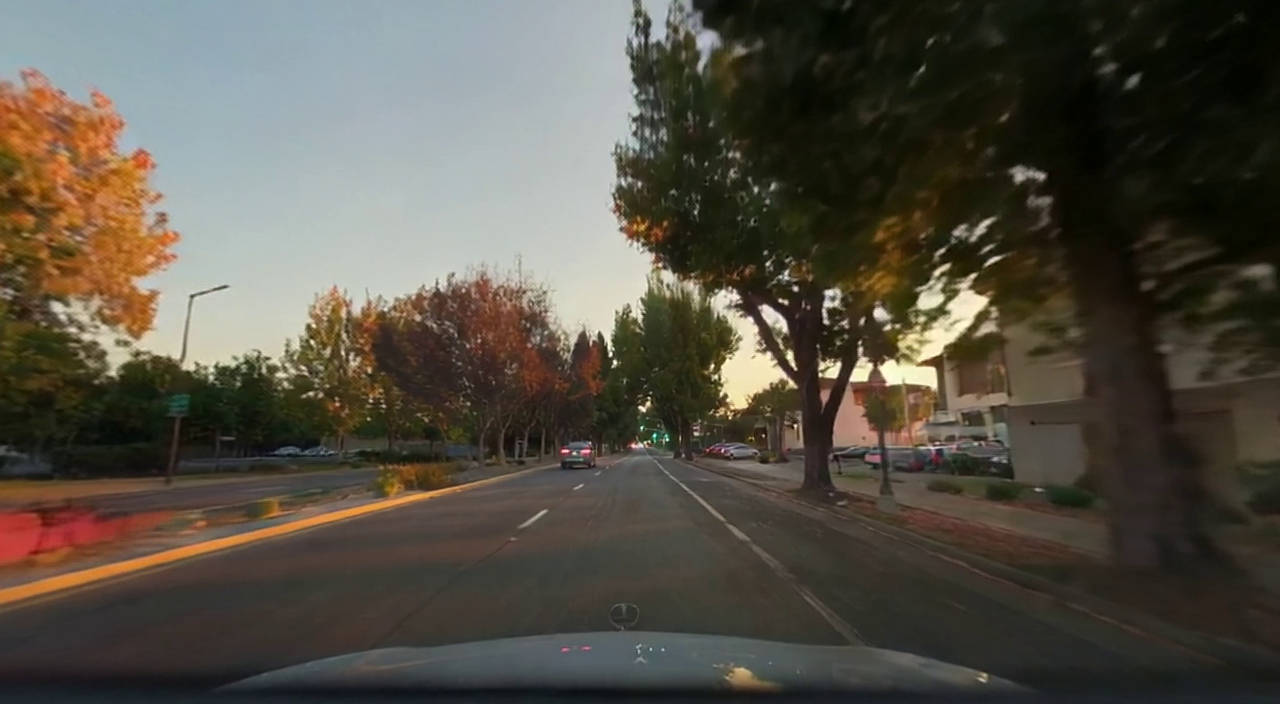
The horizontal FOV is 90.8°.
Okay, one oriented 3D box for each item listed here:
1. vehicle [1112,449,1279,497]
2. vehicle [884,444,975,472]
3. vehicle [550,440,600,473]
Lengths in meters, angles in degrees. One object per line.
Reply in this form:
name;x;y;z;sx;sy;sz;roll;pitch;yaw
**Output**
vehicle;18.003;3.859;20.341;4.230;1.384;1.882;1;-8;-7
vehicle;16.334;5.978;35.715;4.226;1.499;1.943;1;-8;-11
vehicle;-3.222;5.238;32.107;2.030;1.550;3.925;0;-8;1
